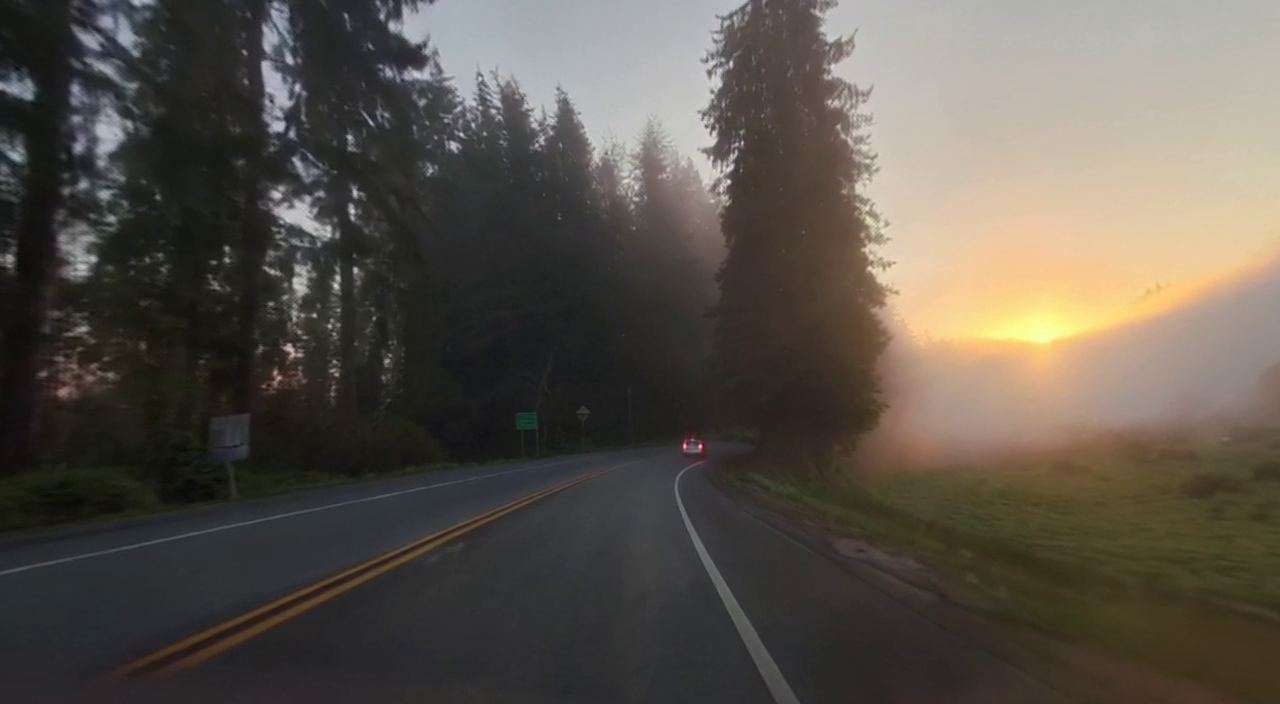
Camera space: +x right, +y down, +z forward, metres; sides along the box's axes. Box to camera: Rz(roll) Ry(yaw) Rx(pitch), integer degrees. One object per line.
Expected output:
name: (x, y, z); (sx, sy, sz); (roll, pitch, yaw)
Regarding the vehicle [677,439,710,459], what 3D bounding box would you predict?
vehicle: (4.265, 7.670, 49.876); (2.042, 1.489, 4.078); (-2, -9, 13)
